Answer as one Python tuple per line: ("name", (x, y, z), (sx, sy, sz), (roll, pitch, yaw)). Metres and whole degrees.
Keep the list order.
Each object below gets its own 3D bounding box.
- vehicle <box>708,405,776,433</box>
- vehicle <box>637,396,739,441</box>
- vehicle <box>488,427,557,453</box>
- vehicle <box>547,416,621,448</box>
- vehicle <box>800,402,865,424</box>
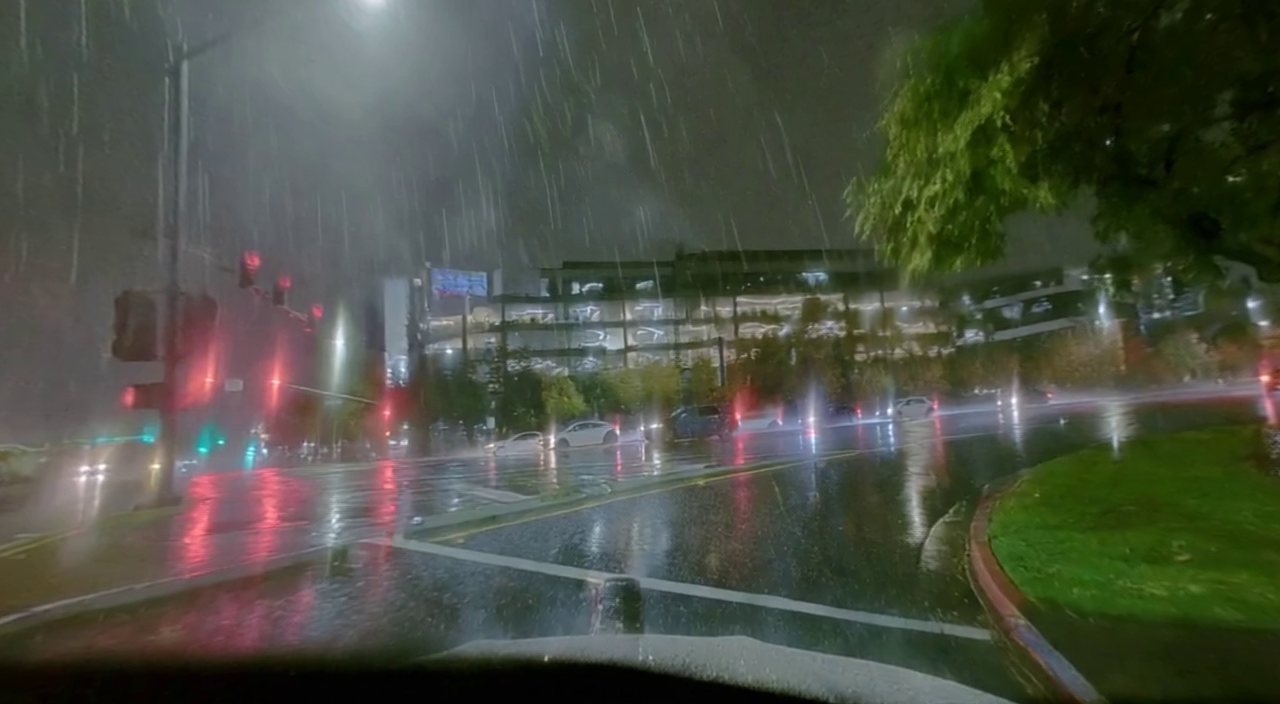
("vehicle", (7.451, 4.950, 46.370), (4.467, 1.625, 2.033), (5, -15, -17))
("vehicle", (2.865, 4.060, 38.050), (5.636, 2.053, 2.225), (5, -15, -17))
("vehicle", (-8.323, 6.178, 44.555), (4.493, 1.455, 1.946), (-1, -6, -20))
("vehicle", (-3.768, 5.338, 42.372), (4.510, 1.764, 1.947), (-2, -6, -19))
("vehicle", (14.922, 4.727, 48.901), (4.513, 1.582, 1.842), (2, -9, -18))
